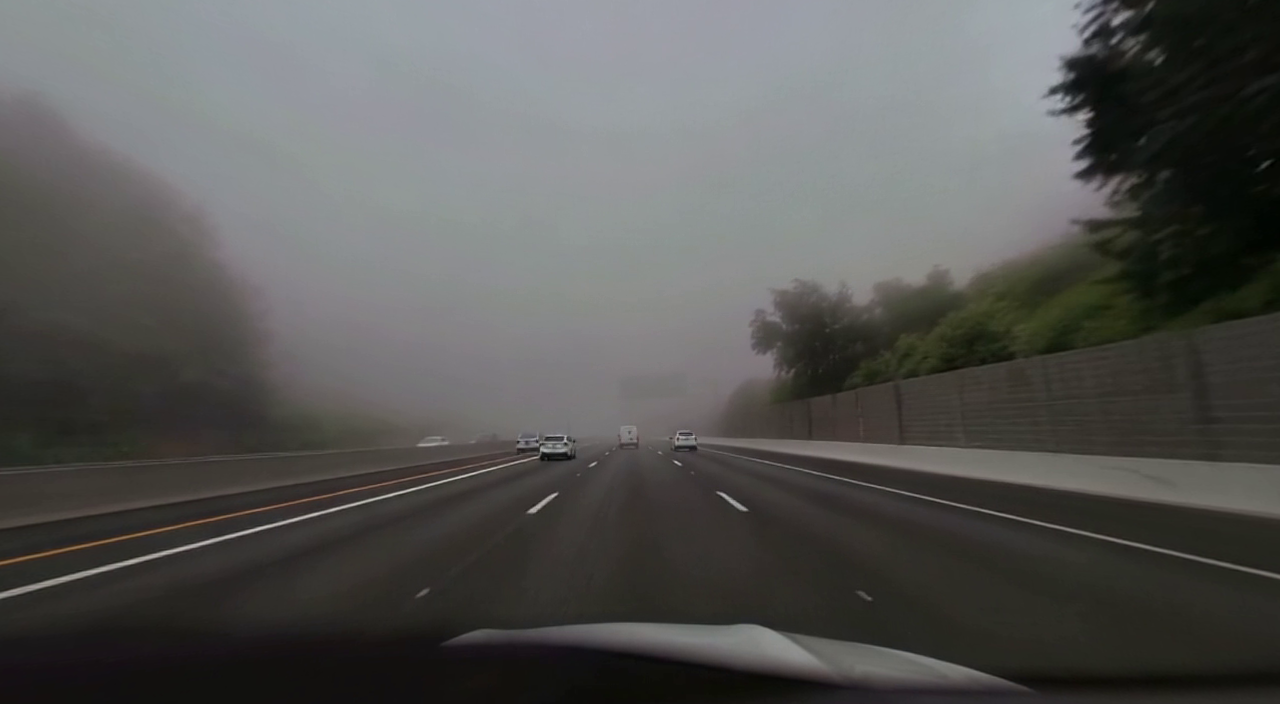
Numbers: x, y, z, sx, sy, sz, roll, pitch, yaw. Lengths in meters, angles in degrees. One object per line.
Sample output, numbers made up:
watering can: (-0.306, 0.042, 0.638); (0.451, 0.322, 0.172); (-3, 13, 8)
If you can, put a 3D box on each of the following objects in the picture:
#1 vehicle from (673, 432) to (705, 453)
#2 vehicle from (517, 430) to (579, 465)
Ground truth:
vehicle: (3.486, 6.480, 45.240); (1.806, 1.469, 3.681); (0, -8, -2)
vehicle: (-4.122, 4.353, 28.924); (2.204, 1.486, 4.121); (0, -8, 0)
